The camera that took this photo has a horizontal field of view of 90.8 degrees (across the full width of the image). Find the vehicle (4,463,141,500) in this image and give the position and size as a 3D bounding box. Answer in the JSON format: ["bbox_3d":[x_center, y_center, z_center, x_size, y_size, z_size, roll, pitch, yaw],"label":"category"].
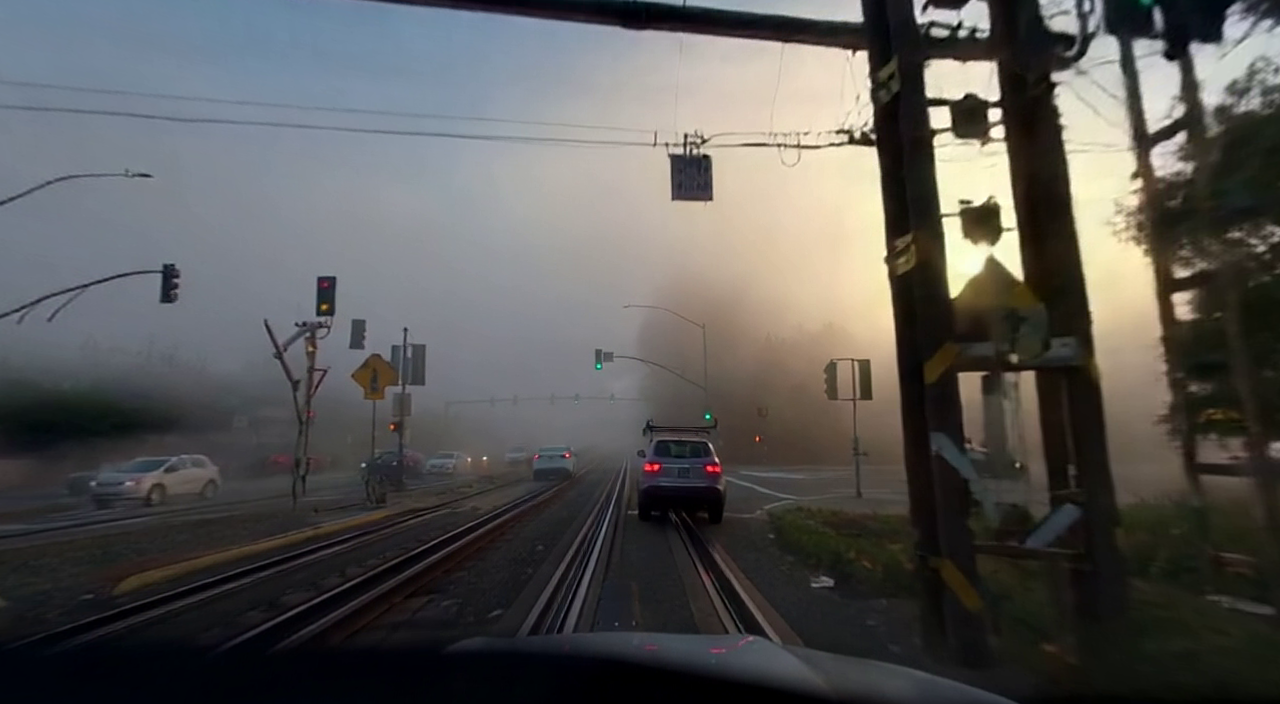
[{"bbox_3d":[-25.002,5.678,27.882,4.688,1.448,2.028,-2,-9,13],"label":"vehicle"}]

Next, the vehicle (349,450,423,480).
[{"bbox_3d":[-13.271,5.922,33.402,2.027,1.482,4.711,0,-9,-1],"label":"vehicle"}]

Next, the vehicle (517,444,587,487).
[{"bbox_3d":[-3.234,4.286,24.227,2.004,1.482,4.799,0,-9,0],"label":"vehicle"}]

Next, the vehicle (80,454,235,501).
[{"bbox_3d":[-16.986,4.397,22.615,1.964,1.465,4.638,0,-9,-1],"label":"vehicle"}]

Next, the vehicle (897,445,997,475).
[{"bbox_3d":[16.341,5.724,33.689,4.412,1.494,2.136,3,-9,-15],"label":"vehicle"}]

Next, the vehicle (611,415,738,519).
[{"bbox_3d":[0.929,2.579,14.617,2.404,1.926,5.251,-1,-9,6],"label":"vehicle"}]

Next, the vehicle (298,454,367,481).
[{"bbox_3d":[-17.203,6.460,35.581,1.880,1.377,4.201,0,-9,-1],"label":"vehicle"}]
